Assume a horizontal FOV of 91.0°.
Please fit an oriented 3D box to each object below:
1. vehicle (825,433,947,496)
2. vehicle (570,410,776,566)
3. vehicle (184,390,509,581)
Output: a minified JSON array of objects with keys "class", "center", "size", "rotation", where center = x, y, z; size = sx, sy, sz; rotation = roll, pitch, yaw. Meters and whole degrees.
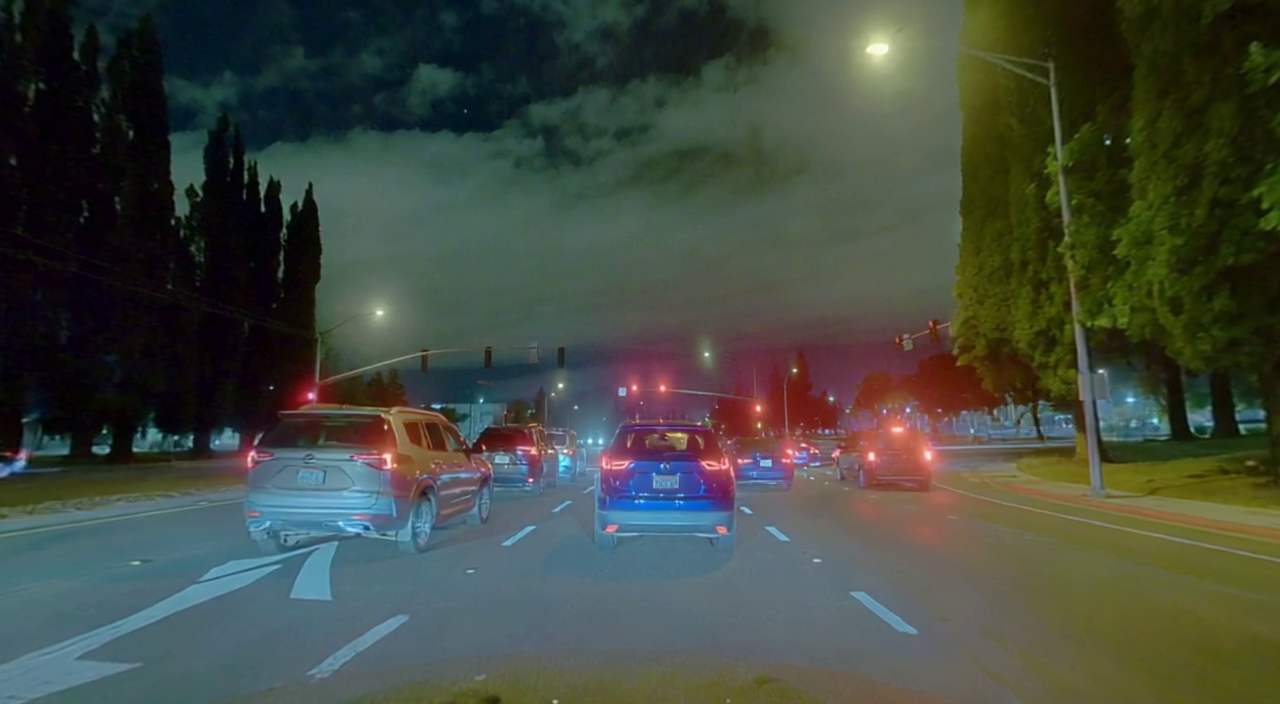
[{"class":"vehicle","center":[6.931,3.190,18.285],"size":[2.067,1.599,4.251],"rotation":[-1,-8,4]},{"class":"vehicle","center":[0.373,1.761,8.877],"size":[2.189,1.649,4.171],"rotation":[0,-8,1]},{"class":"vehicle","center":[-3.257,1.591,8.250],"size":[2.085,1.812,4.388],"rotation":[0,-8,1]}]
